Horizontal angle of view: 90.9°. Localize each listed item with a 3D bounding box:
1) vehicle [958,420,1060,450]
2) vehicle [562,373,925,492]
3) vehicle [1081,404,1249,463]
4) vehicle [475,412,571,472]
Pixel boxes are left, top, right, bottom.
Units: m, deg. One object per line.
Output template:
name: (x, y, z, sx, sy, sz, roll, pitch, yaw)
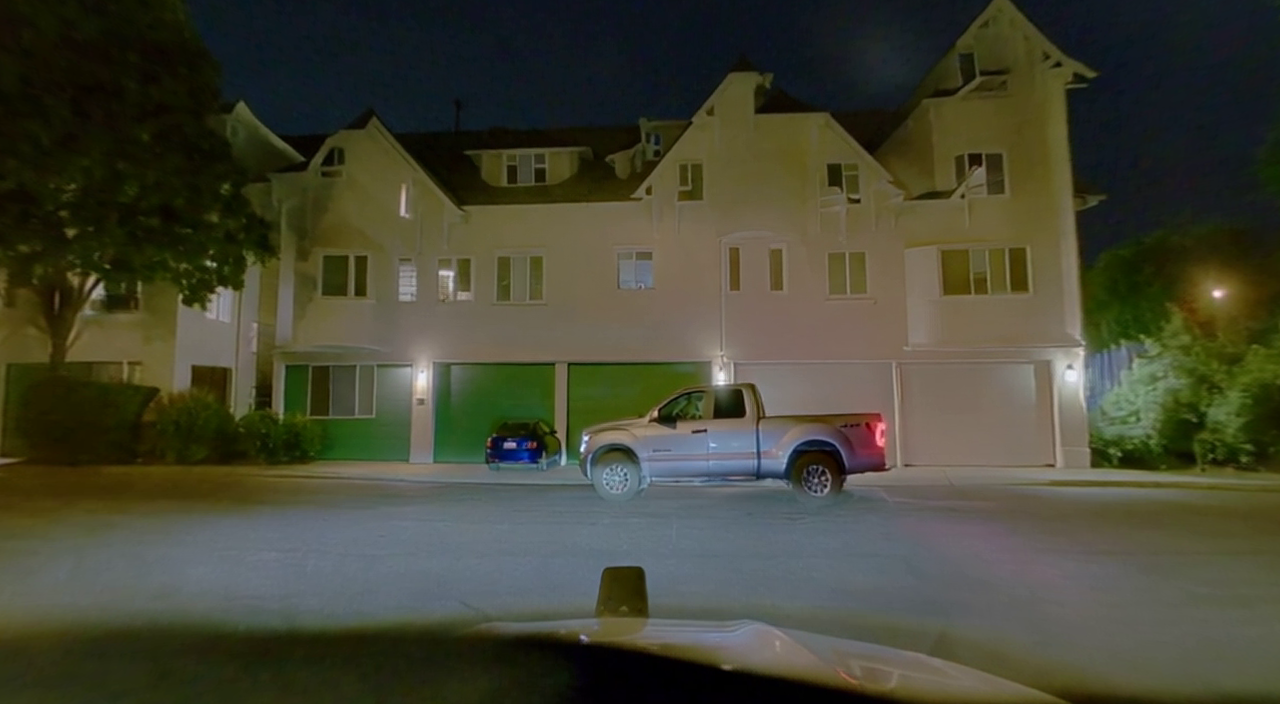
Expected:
vehicle: (18.275, 4.145, 31.375, 3.897, 1.416, 1.703, -1, -8, 5)
vehicle: (1.638, 1.423, 11.031, 5.600, 1.835, 2.161, -1, -9, 4)
vehicle: (17.119, 2.705, 20.736, 3.770, 1.496, 1.951, 5, -9, 5)
vehicle: (-3.528, 2.729, 19.720, 1.869, 1.460, 3.826, -4, -4, 6)
